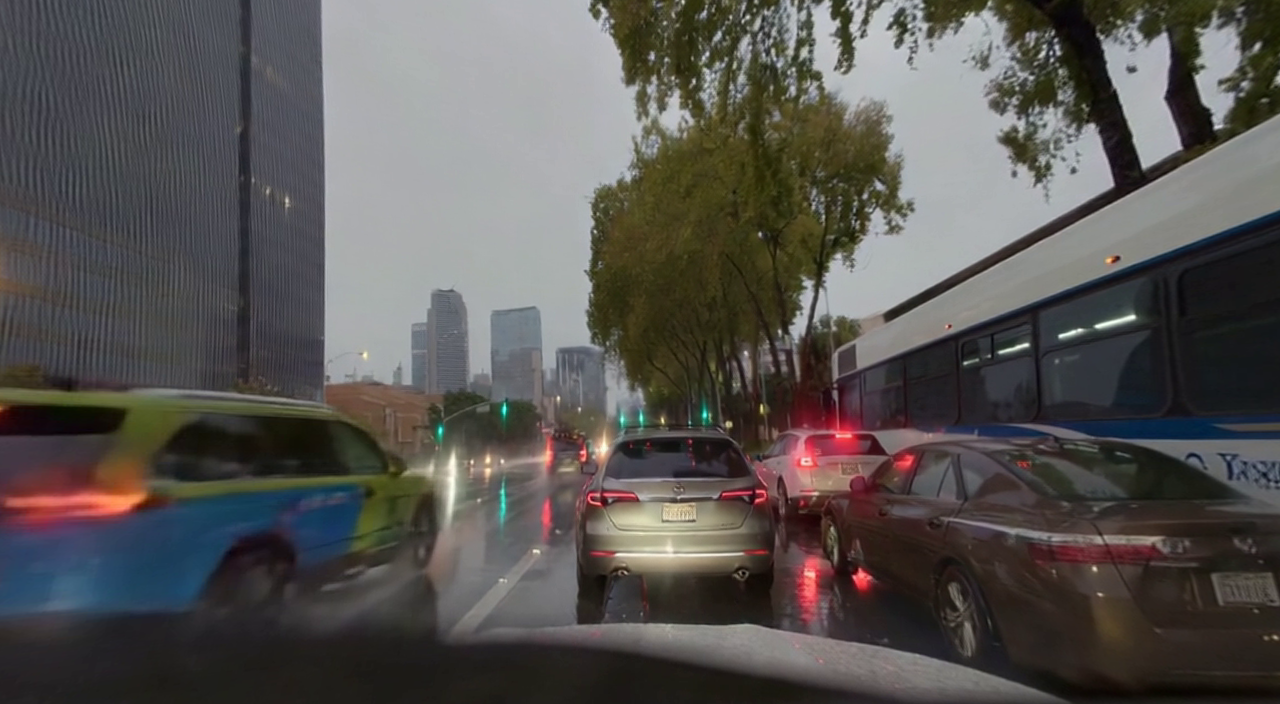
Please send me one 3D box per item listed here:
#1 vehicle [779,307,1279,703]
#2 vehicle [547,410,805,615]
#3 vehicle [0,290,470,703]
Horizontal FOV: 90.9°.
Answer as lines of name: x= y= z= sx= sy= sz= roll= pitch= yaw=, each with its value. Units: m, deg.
vehicle: x=2.739 y=1.090 z=4.909 sx=2.117 sy=1.855 sz=4.794 roll=0 pitch=-9 yaw=-1
vehicle: x=0.229 y=1.548 z=6.878 sx=2.045 sy=1.608 sz=3.573 roll=0 pitch=-9 yaw=-2
vehicle: x=-3.203 y=1.111 z=4.494 sx=2.375 sy=1.847 sz=5.606 roll=0 pitch=-9 yaw=0
